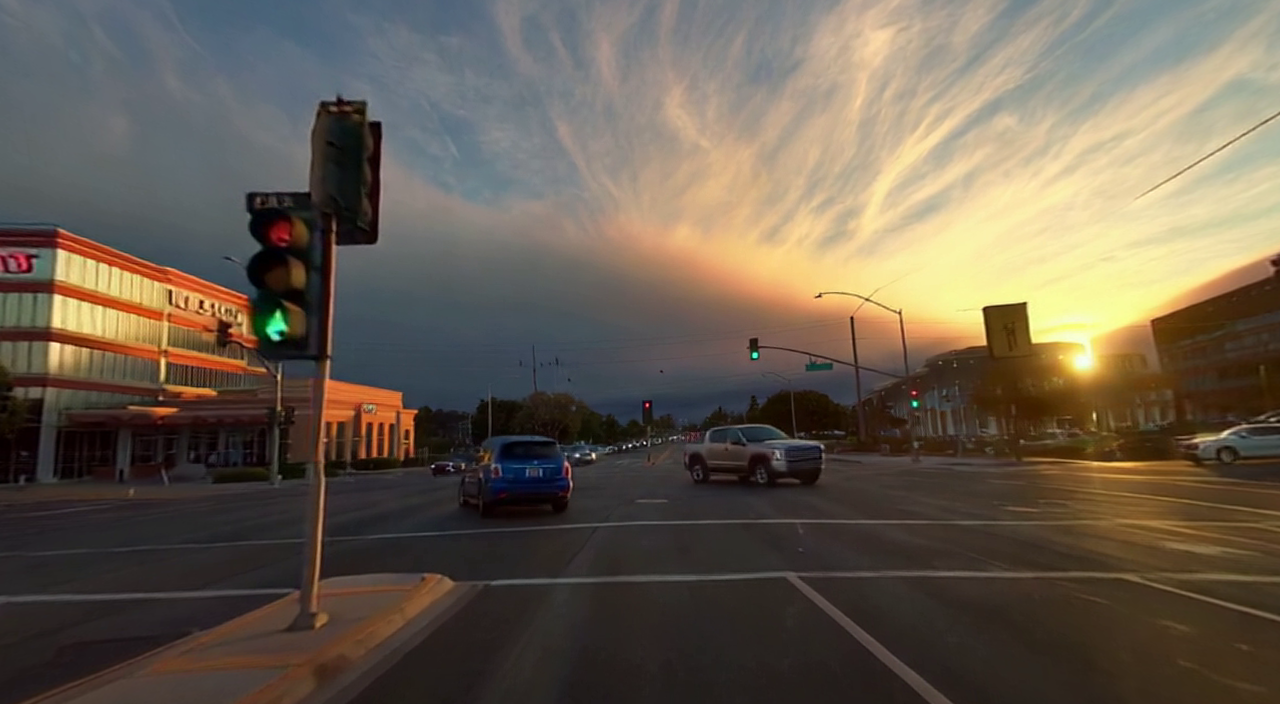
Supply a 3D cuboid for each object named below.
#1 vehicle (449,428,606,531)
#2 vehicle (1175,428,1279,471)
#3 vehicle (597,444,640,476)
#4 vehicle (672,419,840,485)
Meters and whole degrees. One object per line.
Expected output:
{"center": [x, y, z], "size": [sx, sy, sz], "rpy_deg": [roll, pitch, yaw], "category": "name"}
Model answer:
{"center": [-2.578, 2.595, 13.510], "size": [2.238, 1.762, 4.445], "rpy_deg": [4, -9, -24], "category": "vehicle"}
{"center": [23.252, 3.606, 23.473], "size": [5.079, 1.496, 1.876], "rpy_deg": [0, -9, -3], "category": "vehicle"}
{"center": [-1.306, 6.063, 35.785], "size": [2.142, 1.607, 4.733], "rpy_deg": [1, -9, -6], "category": "vehicle"}
{"center": [4.260, 3.831, 24.372], "size": [2.708, 2.200, 5.960], "rpy_deg": [7, -11, -38], "category": "vehicle"}
